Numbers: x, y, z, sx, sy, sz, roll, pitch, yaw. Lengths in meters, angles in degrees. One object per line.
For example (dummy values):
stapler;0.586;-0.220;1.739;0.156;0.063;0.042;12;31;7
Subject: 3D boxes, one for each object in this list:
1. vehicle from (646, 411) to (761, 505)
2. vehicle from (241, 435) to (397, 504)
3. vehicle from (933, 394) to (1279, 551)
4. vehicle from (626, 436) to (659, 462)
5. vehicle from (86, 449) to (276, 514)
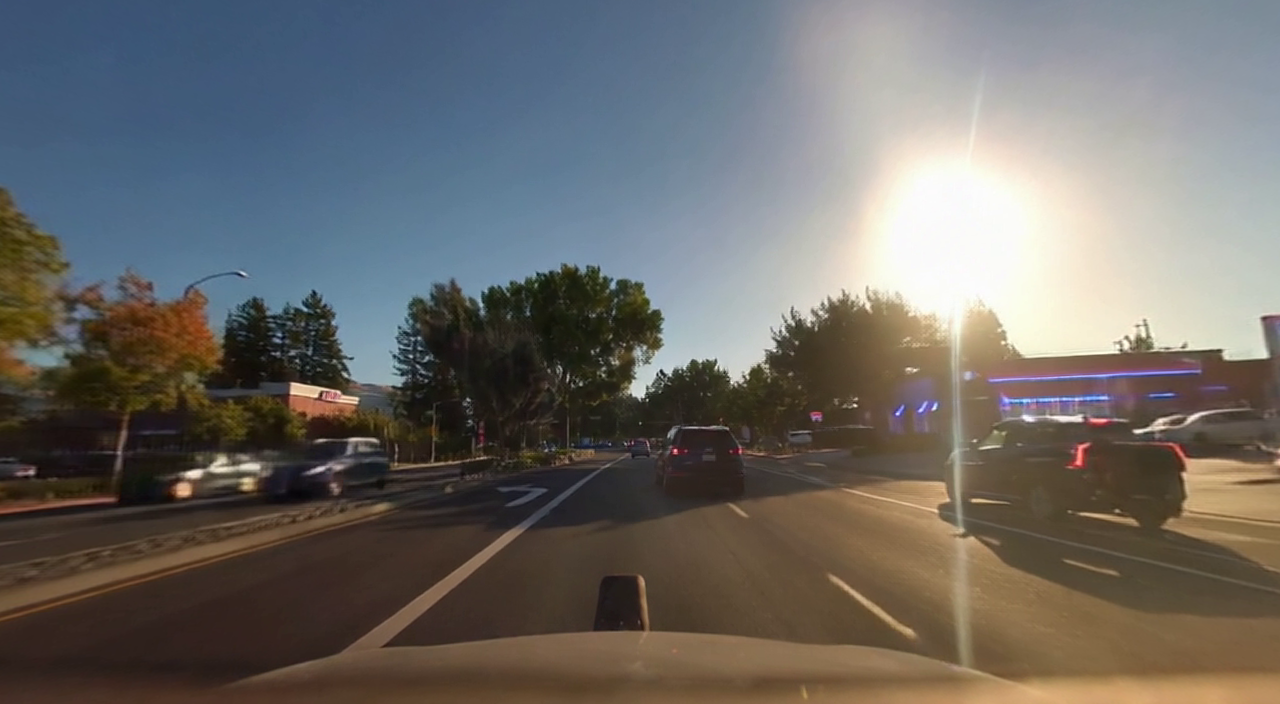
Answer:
vehicle;1.331;2.526;15.451;2.038;1.917;4.900;0;-8;-3
vehicle;-8.864;3.256;18.007;2.044;1.695;4.503;0;-8;0
vehicle;6.659;1.713;9.618;2.025;1.765;4.729;0;-8;-1
vehicle;0.159;6.532;42.653;2.101;1.707;3.904;0;-8;-1
vehicle;-12.193;3.422;17.242;1.868;1.496;4.390;0;-8;0
